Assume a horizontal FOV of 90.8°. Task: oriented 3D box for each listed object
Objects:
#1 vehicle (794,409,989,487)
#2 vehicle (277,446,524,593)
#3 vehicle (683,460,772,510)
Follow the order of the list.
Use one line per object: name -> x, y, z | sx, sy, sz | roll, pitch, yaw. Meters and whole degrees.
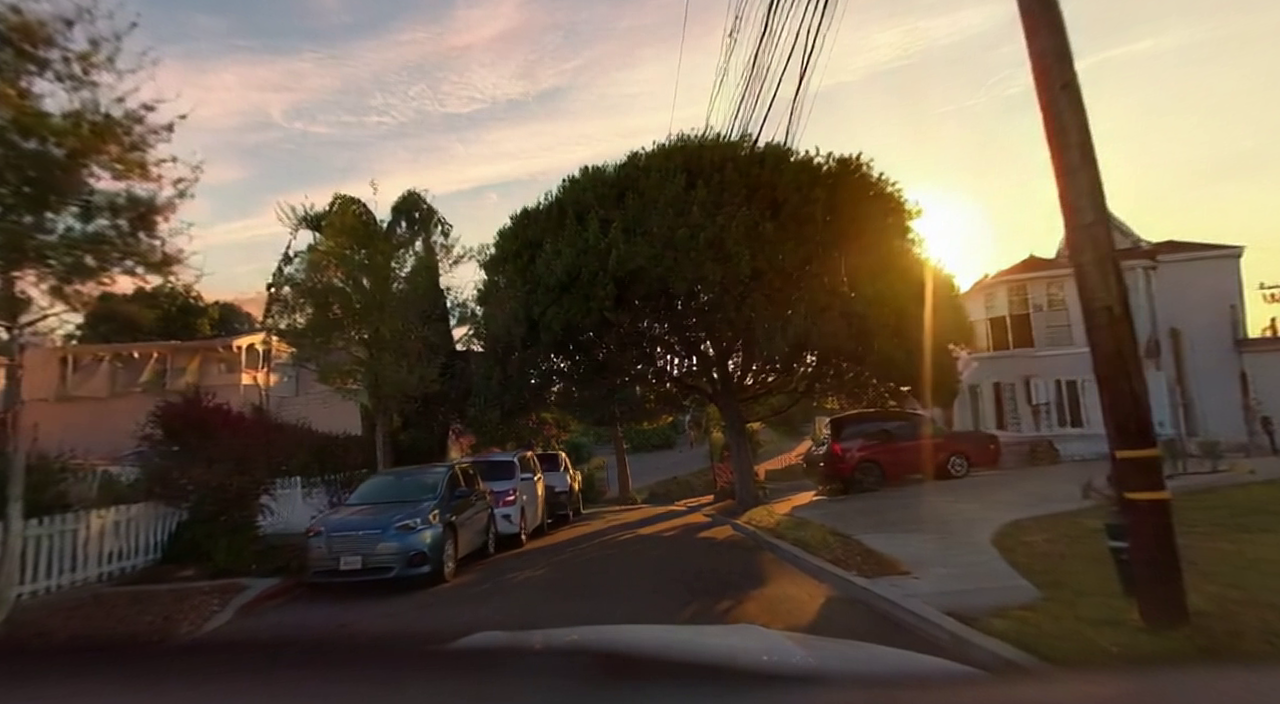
vehicle -> 6.428, 2.501, 16.547 | 4.249, 1.905, 1.904 | 0, -9, -1
vehicle -> -3.088, 2.216, 9.429 | 2.081, 1.589, 4.691 | 1, -9, -3
vehicle -> 3.147, 4.901, 23.625 | 3.005, 1.535, 4.025 | -1, -8, 4
